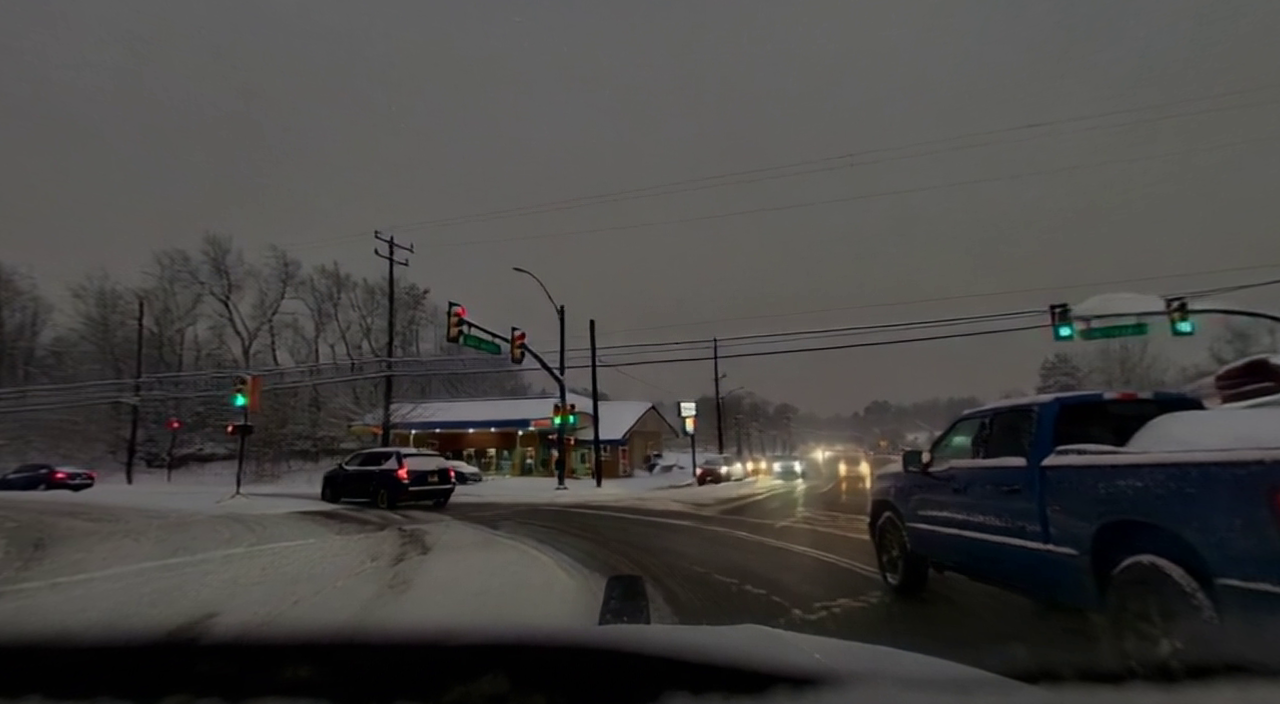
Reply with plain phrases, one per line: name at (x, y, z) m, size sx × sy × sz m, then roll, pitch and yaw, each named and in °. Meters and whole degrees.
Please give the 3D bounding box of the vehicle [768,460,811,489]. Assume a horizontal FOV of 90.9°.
vehicle at (8.564, 6.909, 35.826) m, size 1.856 × 1.448 × 4.455 m, roll -4°, pitch -10°, yaw 19°

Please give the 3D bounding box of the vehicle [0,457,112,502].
vehicle at (-25.071, 5.356, 26.641) m, size 4.498 × 1.725 × 1.921 m, roll -4°, pitch -10°, yaw 18°

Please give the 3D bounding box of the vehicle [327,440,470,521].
vehicle at (-6.733, 3.407, 17.238) m, size 2.141 × 1.842 × 4.889 m, roll 7°, pitch -12°, yaw -38°

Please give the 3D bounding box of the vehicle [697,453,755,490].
vehicle at (5.014, 6.713, 35.896) m, size 2.303 × 1.895 × 5.301 m, roll -4°, pitch -10°, yaw 18°

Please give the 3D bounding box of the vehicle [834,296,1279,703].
vehicle at (3.272, 1.024, 4.253) m, size 2.036 × 1.818 × 5.192 m, roll 0°, pitch -9°, yaw -3°
